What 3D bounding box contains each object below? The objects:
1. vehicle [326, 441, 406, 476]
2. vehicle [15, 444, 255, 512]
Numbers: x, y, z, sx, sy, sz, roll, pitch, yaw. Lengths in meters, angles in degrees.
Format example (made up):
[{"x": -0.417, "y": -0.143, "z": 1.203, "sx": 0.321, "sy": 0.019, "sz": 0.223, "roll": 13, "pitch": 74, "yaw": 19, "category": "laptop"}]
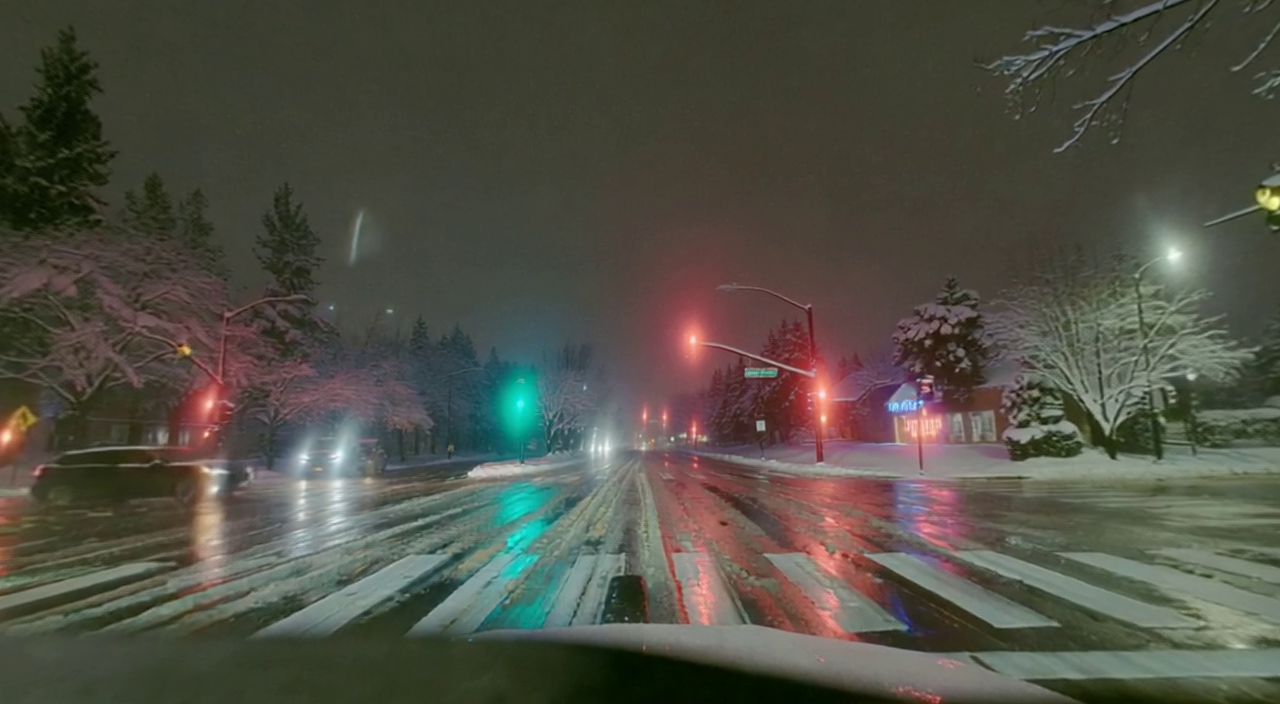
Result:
[{"x": -14.859, "y": 5.802, "z": 34.519, "sx": 2.169, "sy": 1.753, "sz": 4.640, "roll": 0, "pitch": -8, "yaw": 1, "category": "vehicle"}, {"x": -13.588, "y": 3.377, "z": 17.390, "sx": 4.569, "sy": 1.658, "sz": 2.153, "roll": 2, "pitch": -9, "yaw": -18, "category": "vehicle"}]
